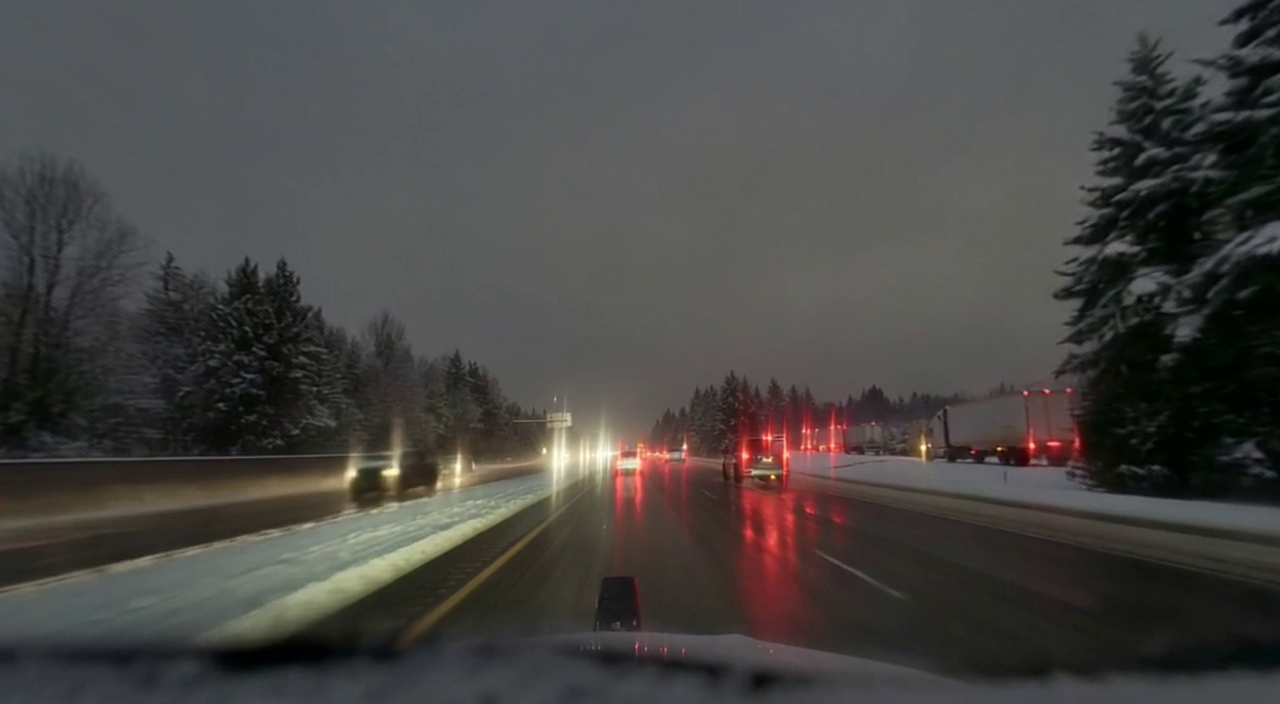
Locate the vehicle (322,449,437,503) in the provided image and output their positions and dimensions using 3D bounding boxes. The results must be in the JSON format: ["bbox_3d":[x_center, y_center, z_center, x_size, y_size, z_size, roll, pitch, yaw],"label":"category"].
[{"bbox_3d":[-9.132,4.344,22.489,2.063,1.683,4.605,-1,-9,1],"label":"vehicle"}]

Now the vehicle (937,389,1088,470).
[{"bbox_3d":[22.358,5.050,39.034,2.890,4.108,13.635,-2,-9,8],"label":"vehicle"}]

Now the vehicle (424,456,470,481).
[{"bbox_3d":[-13.080,7.894,42.725,1.844,1.542,4.013,0,-9,0],"label":"vehicle"}]

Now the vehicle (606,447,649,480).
[{"bbox_3d":[-0.594,5.529,31.274,2.029,1.483,3.769,0,-9,0],"label":"vehicle"}]

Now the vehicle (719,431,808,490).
[{"bbox_3d":[4.470,4.018,23.563,2.261,1.952,4.784,0,-9,-1],"label":"vehicle"}]
